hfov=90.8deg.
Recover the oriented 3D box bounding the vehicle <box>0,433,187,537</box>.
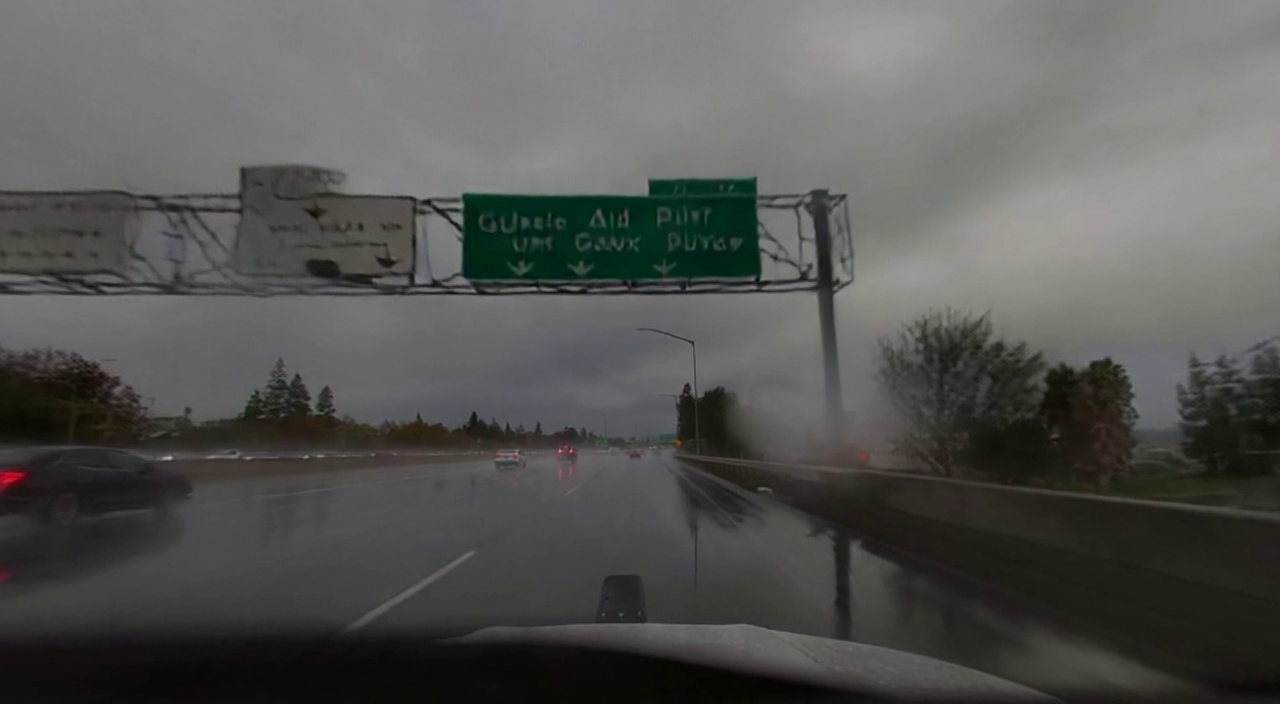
[{"bbox_3d":[-10.525,2.255,11.187,1.829,1.520,4.505,0,-9,-3],"label":"vehicle"}]

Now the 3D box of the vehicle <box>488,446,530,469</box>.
[{"bbox_3d":[-9.484,7.662,46.031,2.271,1.537,4.029,0,-9,-1],"label":"vehicle"}]
